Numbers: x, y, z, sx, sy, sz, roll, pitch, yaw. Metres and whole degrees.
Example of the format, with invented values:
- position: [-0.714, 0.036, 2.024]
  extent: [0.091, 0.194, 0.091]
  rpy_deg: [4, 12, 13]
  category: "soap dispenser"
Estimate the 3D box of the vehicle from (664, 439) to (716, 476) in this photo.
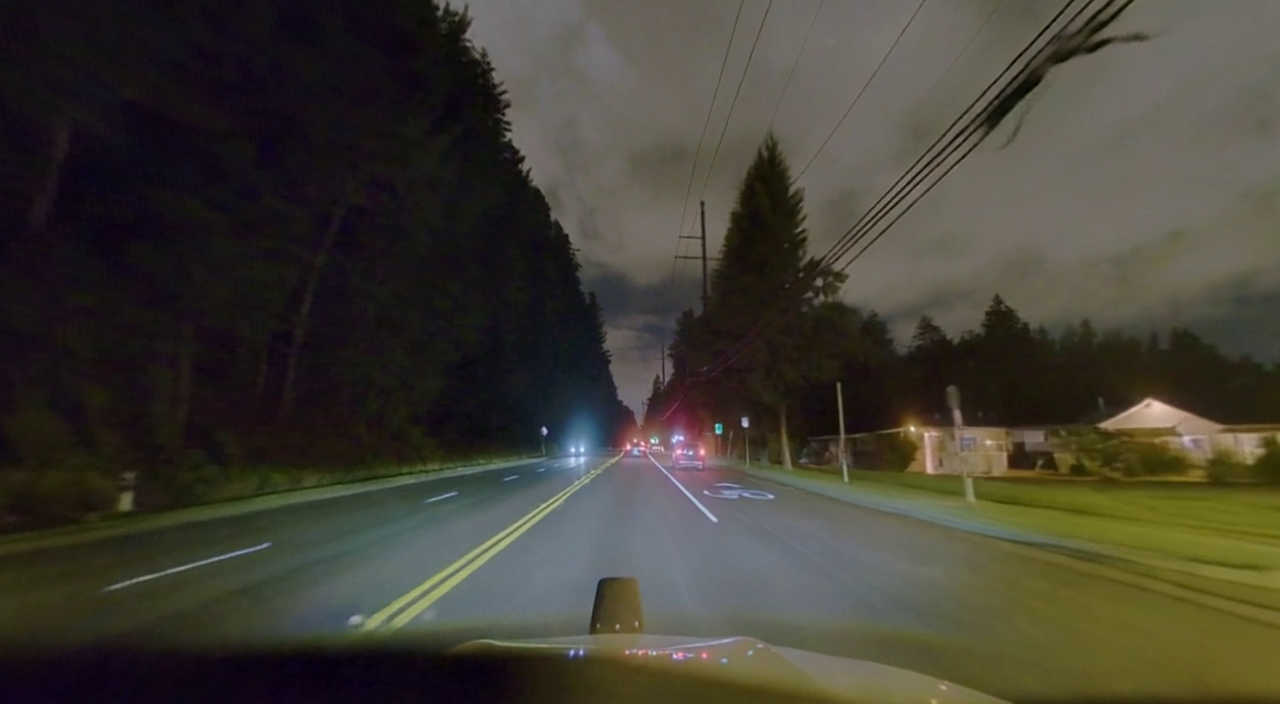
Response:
- position: [2.172, 4.698, 28.207]
  extent: [1.975, 1.497, 3.647]
  rpy_deg: [1, -9, -1]
  category: "vehicle"
